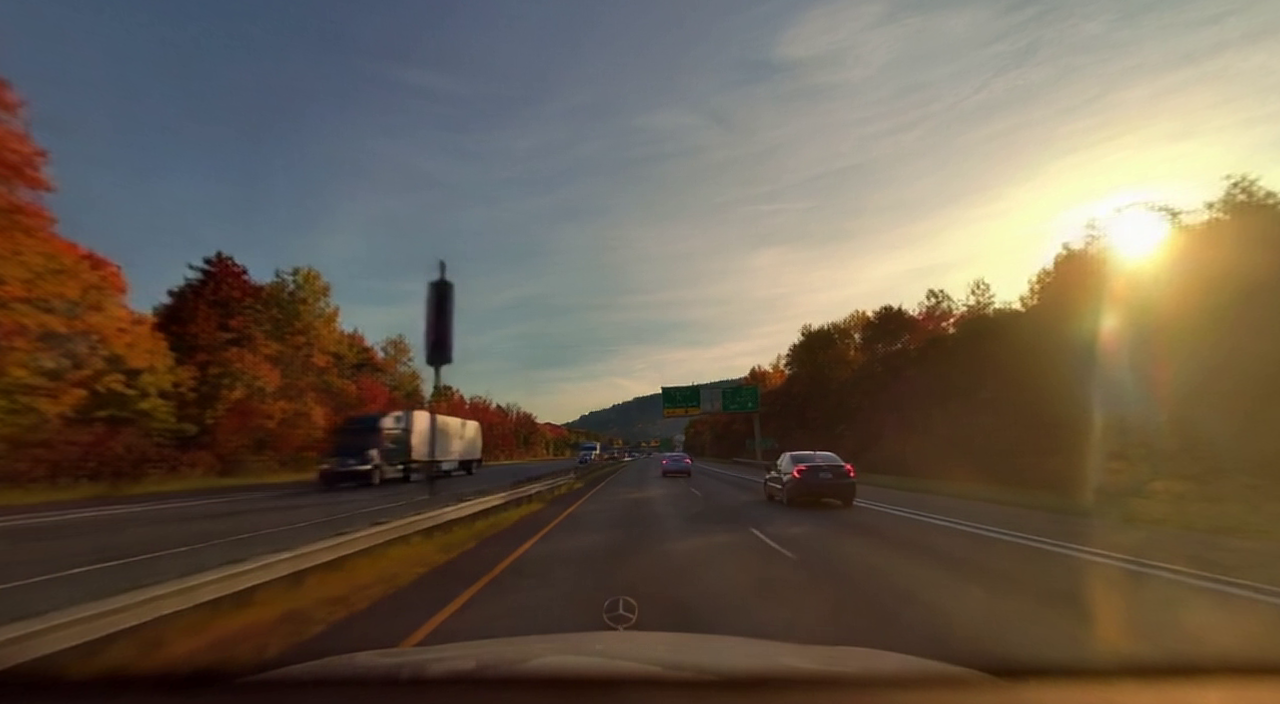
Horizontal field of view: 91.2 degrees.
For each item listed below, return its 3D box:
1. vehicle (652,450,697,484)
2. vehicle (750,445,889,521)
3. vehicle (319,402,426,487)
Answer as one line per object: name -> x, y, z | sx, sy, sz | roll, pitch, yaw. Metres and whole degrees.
vehicle -> 1.630, 5.724, 31.573 | 2.070, 1.546, 4.648 | 0, -9, 1
vehicle -> 4.139, 3.080, 15.297 | 2.119, 1.557, 4.163 | 0, -9, 0
vehicle -> -13.749, 4.832, 32.795 | 2.861, 4.069, 5.249 | 0, -9, 3
